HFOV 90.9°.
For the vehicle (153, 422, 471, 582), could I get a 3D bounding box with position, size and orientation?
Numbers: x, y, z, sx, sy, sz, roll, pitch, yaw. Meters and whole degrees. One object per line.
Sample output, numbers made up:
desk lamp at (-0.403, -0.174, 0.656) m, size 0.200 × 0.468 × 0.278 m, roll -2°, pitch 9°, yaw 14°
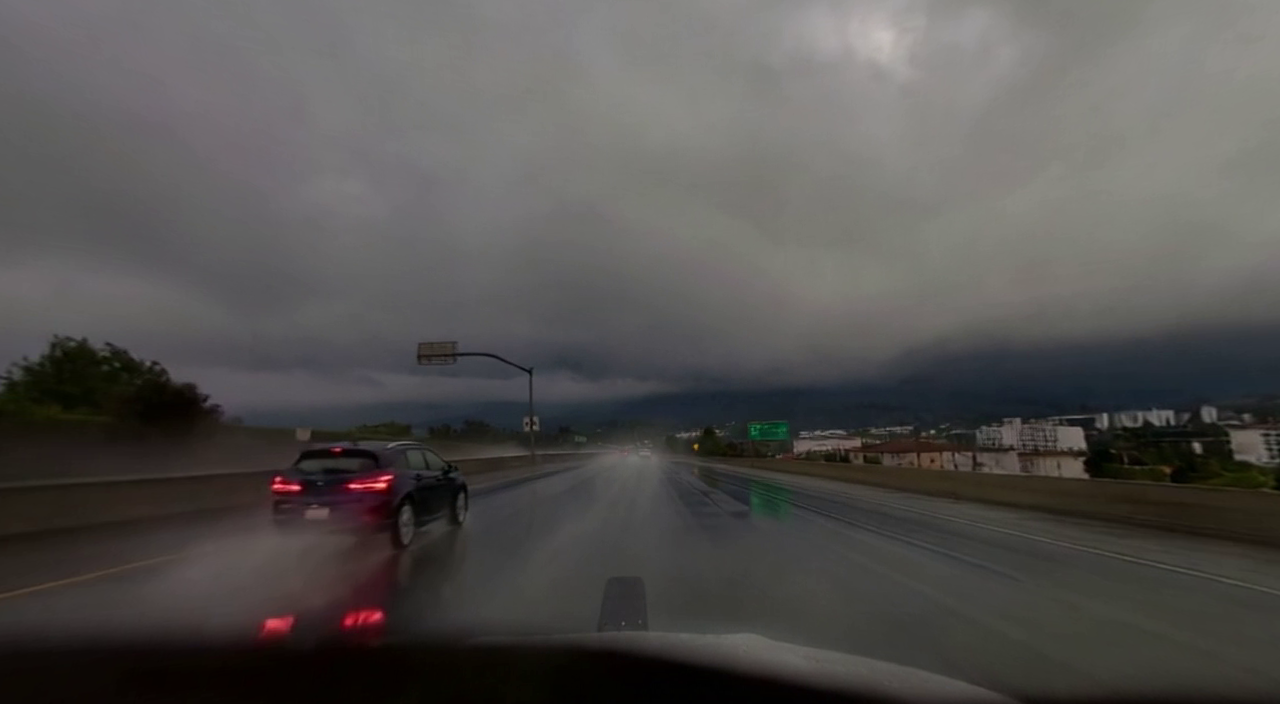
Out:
vehicle at (-3.780, 1.799, 8.269) m, size 1.965 × 1.556 × 3.971 m, roll 0°, pitch -9°, yaw 1°
